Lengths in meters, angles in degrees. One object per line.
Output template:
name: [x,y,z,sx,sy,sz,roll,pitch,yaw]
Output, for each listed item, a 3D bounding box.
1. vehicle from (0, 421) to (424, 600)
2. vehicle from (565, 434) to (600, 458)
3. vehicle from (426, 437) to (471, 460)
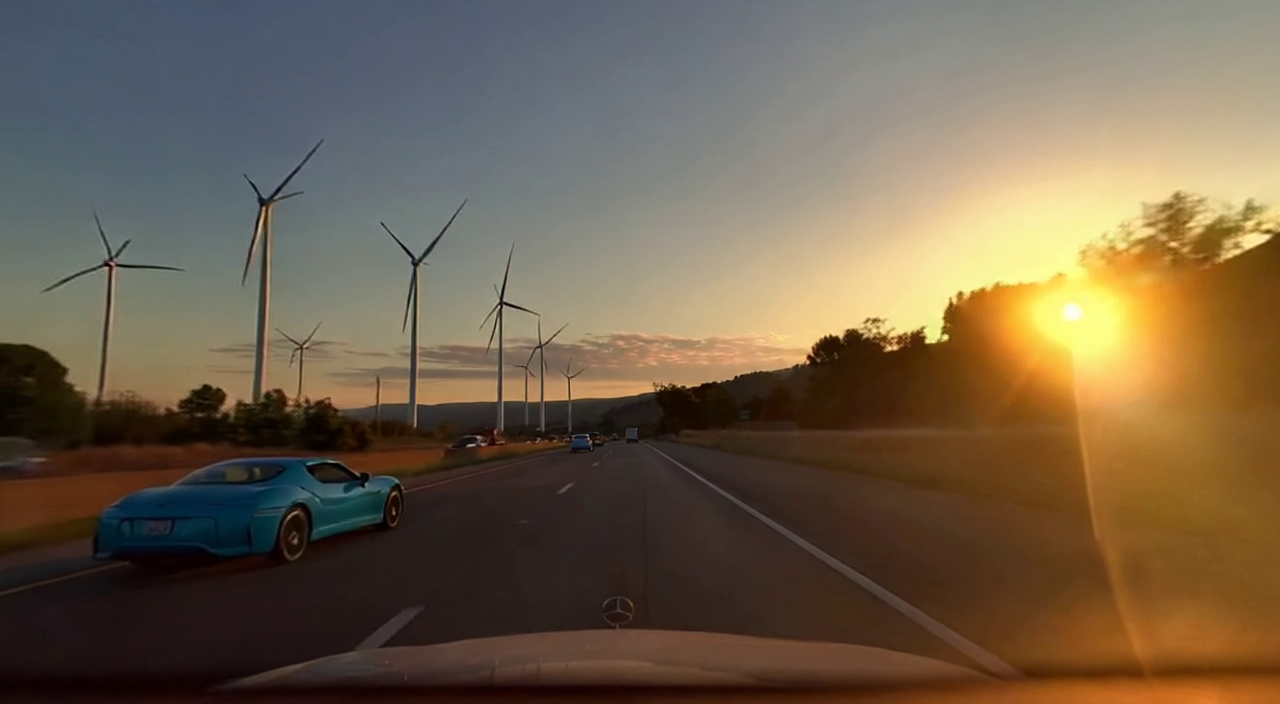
vehicle: [-4.149,1.556,7.179,1.969,1.413,4.194,0,-8,-1]
vehicle: [-3.697,6.133,41.206,2.024,1.456,3.754,0,-8,-1]
vehicle: [-13.098,6.587,43.271,1.855,1.471,3.954,0,-8,0]
